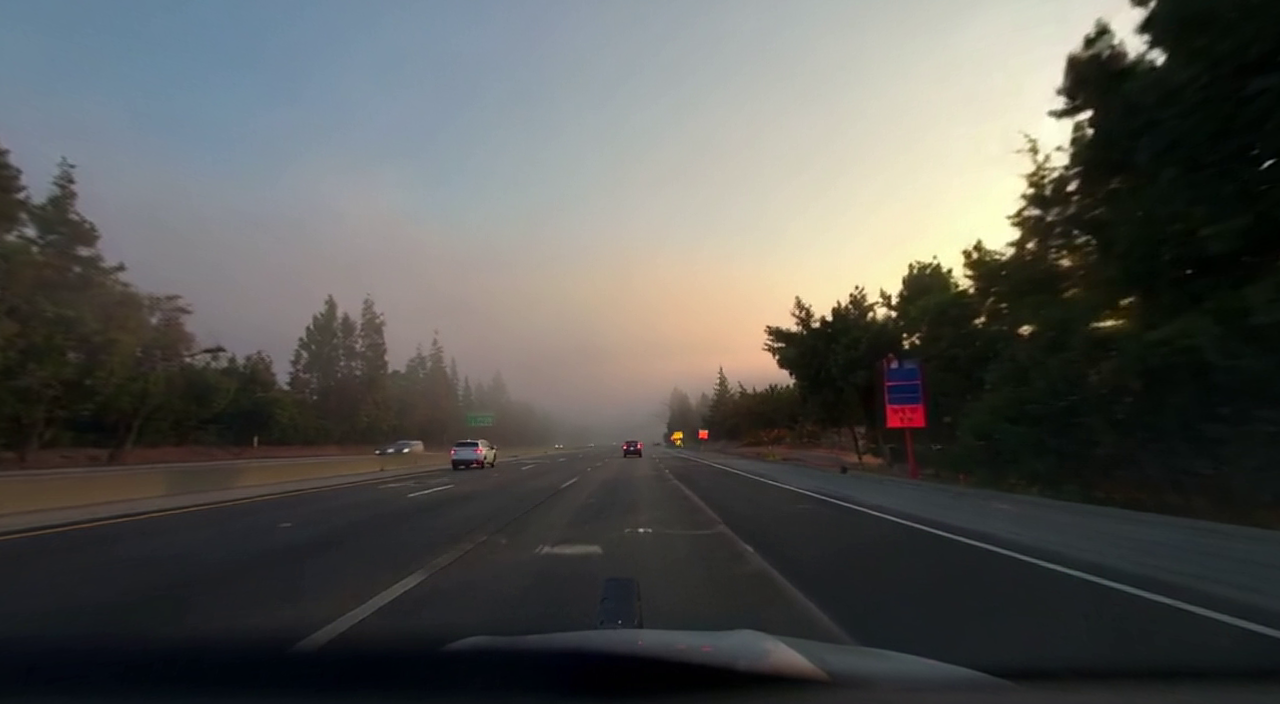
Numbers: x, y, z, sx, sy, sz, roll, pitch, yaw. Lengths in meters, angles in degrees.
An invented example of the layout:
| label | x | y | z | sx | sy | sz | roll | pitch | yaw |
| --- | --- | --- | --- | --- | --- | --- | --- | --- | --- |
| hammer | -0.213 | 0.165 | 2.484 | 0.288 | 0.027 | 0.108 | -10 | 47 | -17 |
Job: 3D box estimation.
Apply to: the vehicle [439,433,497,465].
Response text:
| label | x | y | z | sx | sy | sz | roll | pitch | yaw |
| --- | --- | --- | --- | --- | --- | --- | --- | --- | --- |
| vehicle | -11.141 | 6.300 | 41.262 | 2.270 | 1.936 | 5.190 | 0 | -8 | 0 |
